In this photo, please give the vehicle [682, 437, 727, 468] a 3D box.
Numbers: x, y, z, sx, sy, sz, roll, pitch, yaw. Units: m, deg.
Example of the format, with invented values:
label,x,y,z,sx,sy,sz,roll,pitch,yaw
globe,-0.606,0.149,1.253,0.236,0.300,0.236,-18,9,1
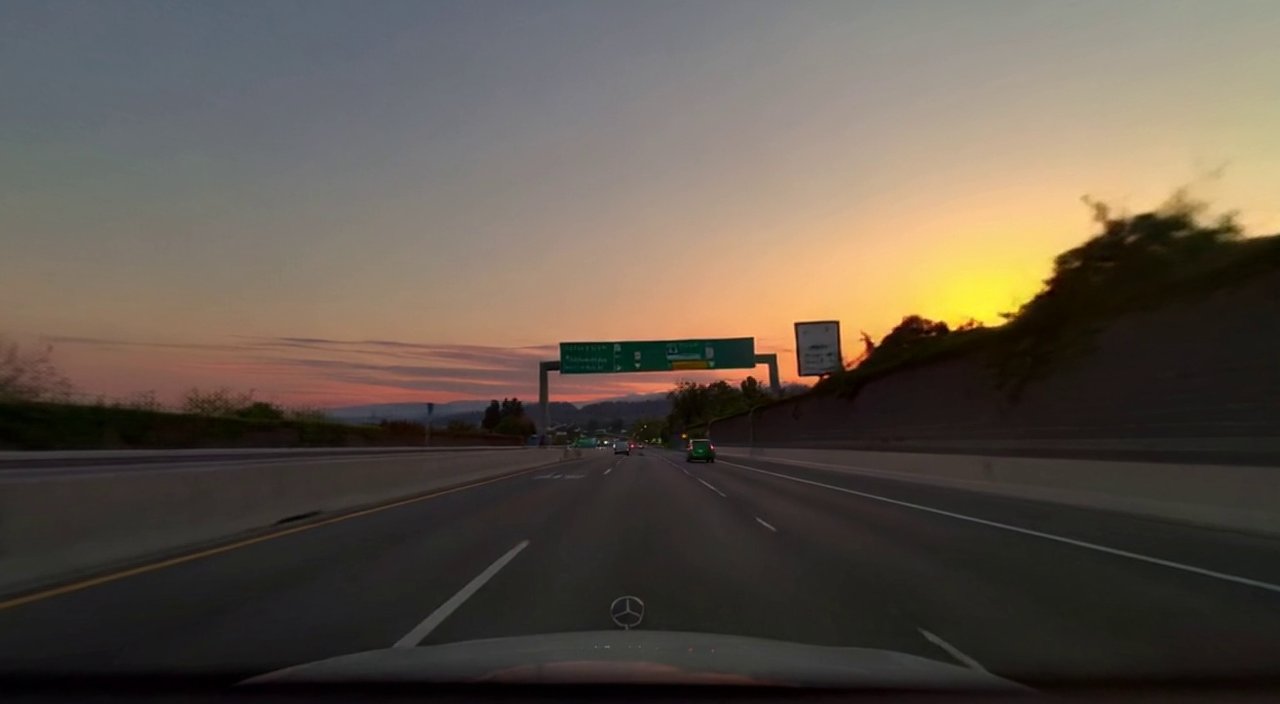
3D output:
label,x,y,z,sx,sy,sz,roll,pitch,yaw
vehicle,3.656,5.812,36.415,2.202,1.682,4.188,0,-8,0
